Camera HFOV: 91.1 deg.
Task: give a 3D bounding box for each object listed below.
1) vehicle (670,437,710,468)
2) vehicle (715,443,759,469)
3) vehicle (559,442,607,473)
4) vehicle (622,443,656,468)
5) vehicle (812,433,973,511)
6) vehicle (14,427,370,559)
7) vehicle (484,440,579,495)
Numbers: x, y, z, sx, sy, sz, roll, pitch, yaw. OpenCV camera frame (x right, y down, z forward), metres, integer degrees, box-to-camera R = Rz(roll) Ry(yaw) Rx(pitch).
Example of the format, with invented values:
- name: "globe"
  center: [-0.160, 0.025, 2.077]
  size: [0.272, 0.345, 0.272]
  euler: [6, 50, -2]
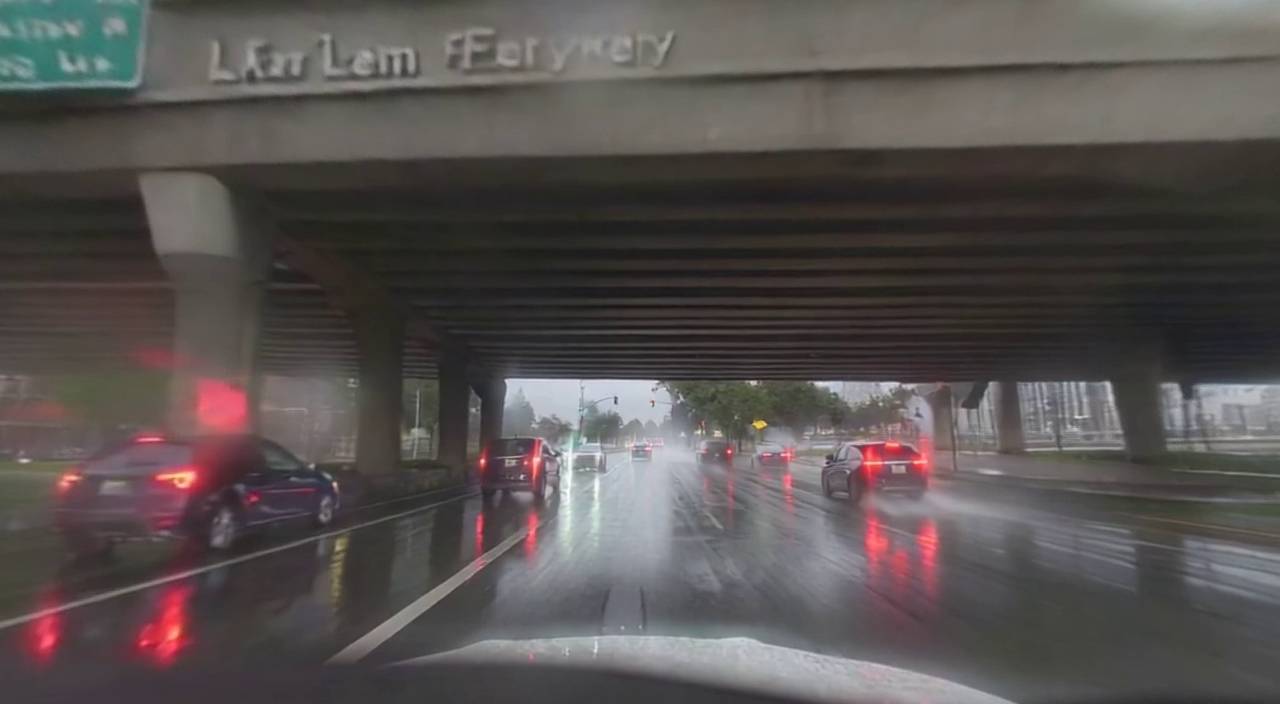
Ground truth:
- name: "vehicle"
  center: [2.992, 6.185, 38.747]
  size: [2.034, 1.762, 4.420]
  euler: [0, -8, -1]
- name: "vehicle"
  center: [5.940, 6.382, 38.827]
  size: [1.924, 1.527, 4.268]
  euler: [0, -8, -2]
- name: "vehicle"
  center: [-2.809, 5.328, 31.944]
  size: [1.980, 1.491, 4.351]
  euler: [0, -8, 1]
- name: "vehicle"
  center: [-0.060, 6.305, 38.393]
  size: [2.026, 1.453, 3.780]
  euler: [0, -8, 0]
- name: "vehicle"
  center: [5.962, 2.875, 15.539]
  size: [2.056, 1.624, 4.498]
  euler: [0, -8, -1]
- name: "vehicle"
  center: [-6.110, 1.948, 9.456]
  size: [2.070, 1.488, 4.376]
  euler: [0, -8, 1]
- name: "vehicle"
  center: [-3.143, 3.449, 19.111]
  size: [2.041, 1.466, 4.212]
  euler: [0, -8, 1]
